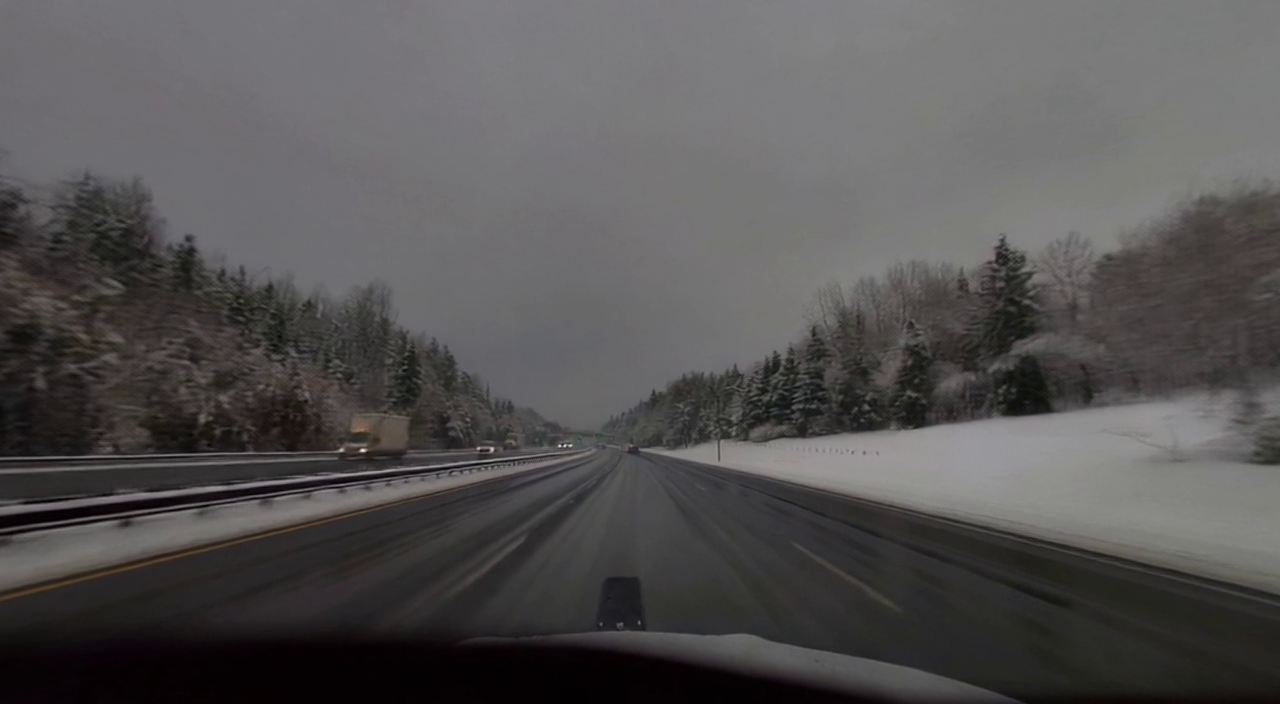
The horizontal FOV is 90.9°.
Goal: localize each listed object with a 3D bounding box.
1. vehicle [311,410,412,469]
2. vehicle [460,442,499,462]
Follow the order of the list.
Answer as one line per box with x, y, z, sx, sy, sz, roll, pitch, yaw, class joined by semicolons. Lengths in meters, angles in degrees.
-16.547;5.361;38.099;2.773;3.188;7.170;0;-9;0;vehicle
-12.527;7.834;49.419;2.041;1.513;4.136;0;-9;-1;vehicle
